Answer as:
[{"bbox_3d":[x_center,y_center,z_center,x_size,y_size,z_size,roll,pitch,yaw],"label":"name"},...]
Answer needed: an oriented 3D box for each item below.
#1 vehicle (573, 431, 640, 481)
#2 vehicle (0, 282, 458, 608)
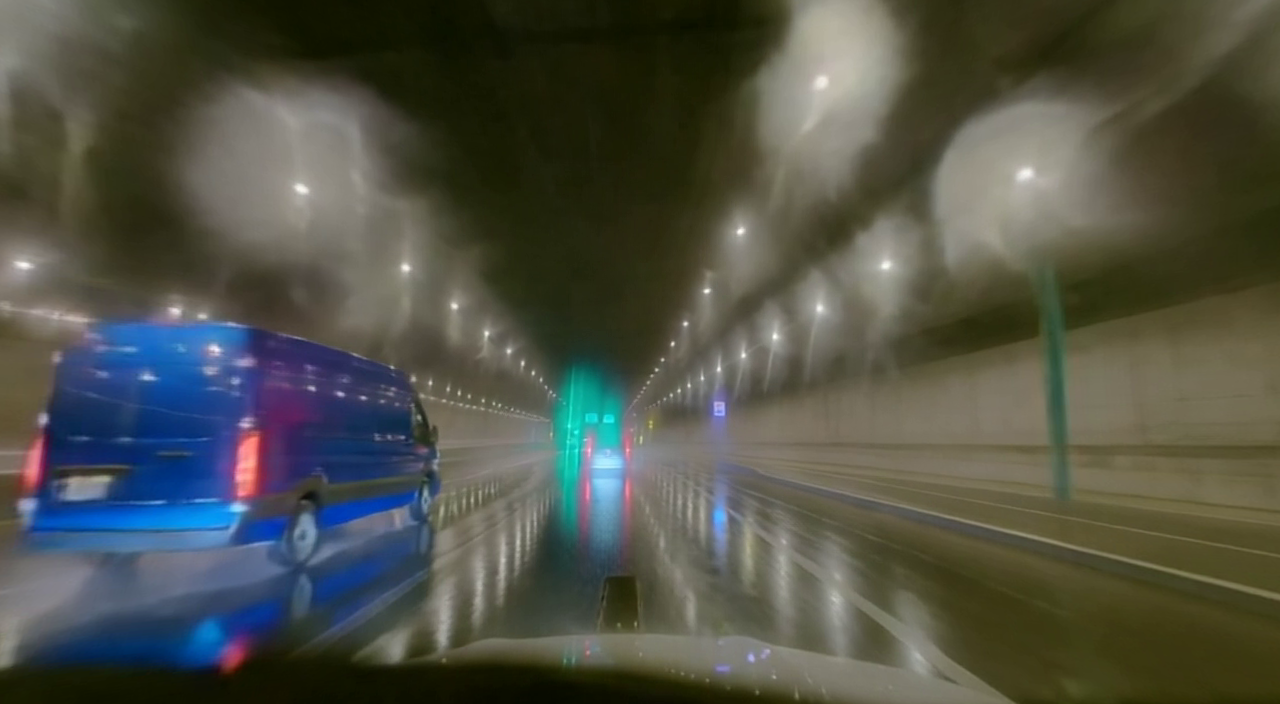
[{"bbox_3d":[-1.088,3.576,21.940,2.095,1.553,4.069,0,-8,-1],"label":"vehicle"},{"bbox_3d":[-4.153,1.026,7.404,2.404,2.459,5.229,-1,-8,1],"label":"vehicle"}]
